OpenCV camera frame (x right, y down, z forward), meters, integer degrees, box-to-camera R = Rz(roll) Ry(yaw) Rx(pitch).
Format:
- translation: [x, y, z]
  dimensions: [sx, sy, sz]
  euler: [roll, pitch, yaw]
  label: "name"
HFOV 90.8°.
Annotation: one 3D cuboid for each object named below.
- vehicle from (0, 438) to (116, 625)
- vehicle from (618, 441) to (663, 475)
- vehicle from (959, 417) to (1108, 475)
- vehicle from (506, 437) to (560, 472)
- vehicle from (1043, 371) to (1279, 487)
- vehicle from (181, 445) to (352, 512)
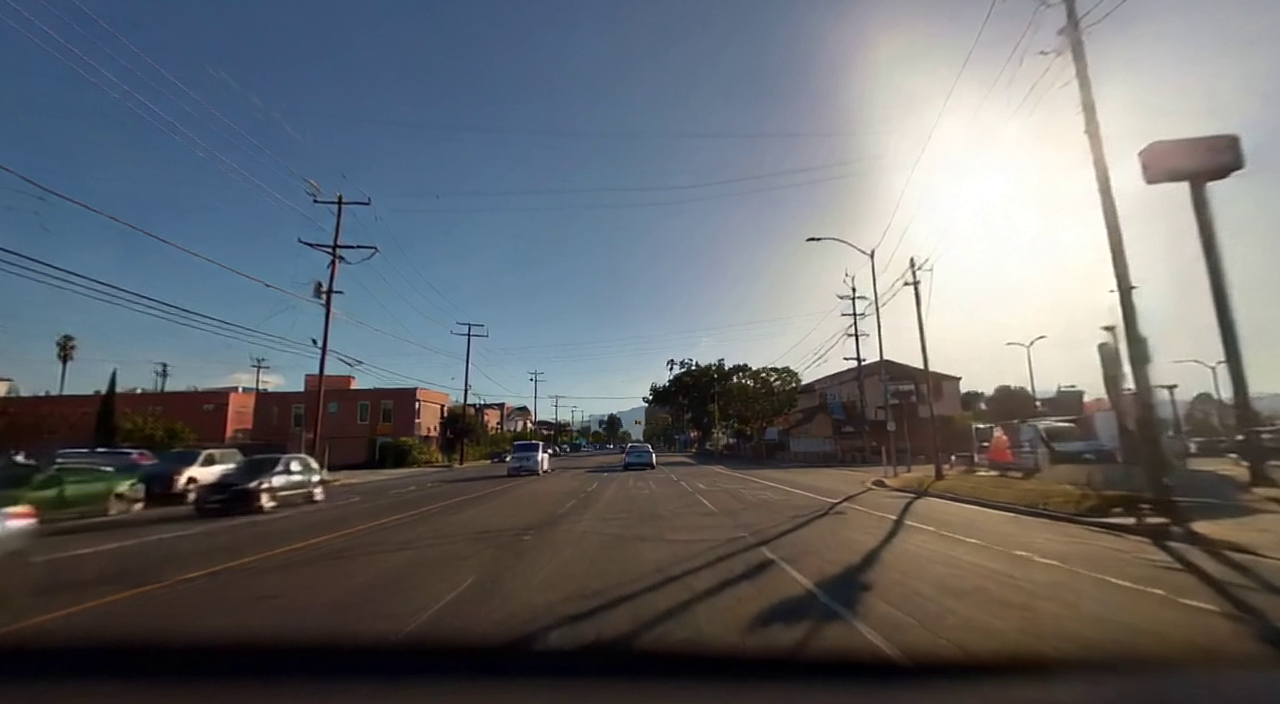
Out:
- translation: [-6.049, 1.260, 3.880]
  dimensions: [1.923, 1.472, 4.342]
  euler: [0, -8, 0]
  label: "vehicle"
- translation: [0.033, 5.228, 31.434]
  dimensions: [2.067, 1.547, 4.513]
  euler: [0, -8, 0]
  label: "vehicle"
- translation: [14.340, 3.503, 23.574]
  dimensions: [2.092, 1.881, 5.629]
  euler: [-1, -8, 2]
  label: "vehicle"
- translation: [-6.506, 6.295, 39.068]
  dimensions: [2.338, 1.934, 5.605]
  euler: [0, -8, 0]
  label: "vehicle"
- translation: [14.039, 2.139, 17.031]
  dimensions: [2.449, 2.564, 5.877]
  euler: [0, -8, 1]
  label: "vehicle"
- translation: [-9.689, 3.273, 16.859]
  dimensions: [2.073, 1.533, 4.020]
  euler: [0, -8, 0]
  label: "vehicle"
